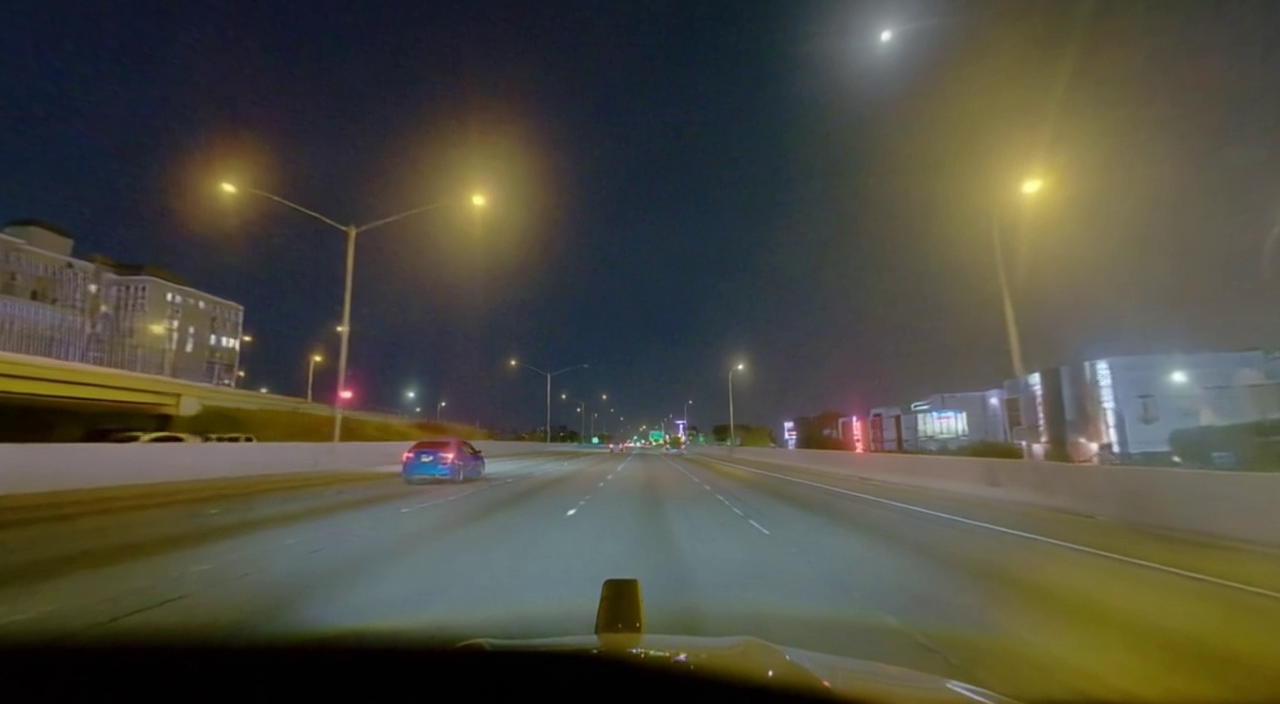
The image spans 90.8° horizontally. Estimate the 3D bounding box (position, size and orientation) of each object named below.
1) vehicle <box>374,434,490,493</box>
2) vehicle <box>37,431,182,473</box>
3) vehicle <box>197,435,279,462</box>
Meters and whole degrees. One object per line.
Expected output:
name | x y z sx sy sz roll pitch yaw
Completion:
vehicle | -6.025 3.267 18.889 1.990 1.529 4.288 0 -8 0
vehicle | -22.312 4.231 26.903 1.978 1.616 4.835 0 -8 0
vehicle | -25.316 6.104 40.023 1.960 1.625 4.816 0 -8 0
